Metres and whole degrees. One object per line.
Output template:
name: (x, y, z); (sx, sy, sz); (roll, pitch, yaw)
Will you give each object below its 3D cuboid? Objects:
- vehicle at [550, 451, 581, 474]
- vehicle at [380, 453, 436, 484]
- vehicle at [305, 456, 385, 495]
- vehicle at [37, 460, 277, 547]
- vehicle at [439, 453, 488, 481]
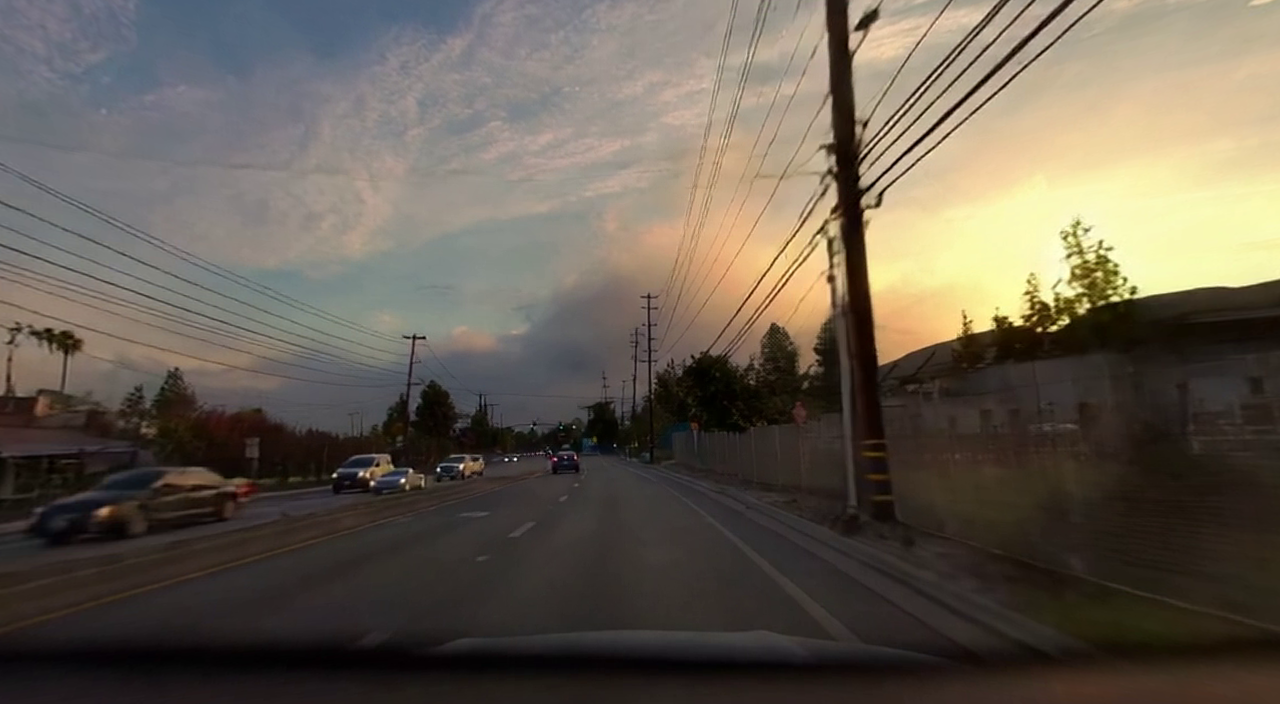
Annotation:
vehicle: (-5.193, 7.728, 44.259); (1.992, 1.515, 4.289); (1, -9, -5)
vehicle: (-15.591, 7.846, 42.628); (2.165, 1.907, 5.062); (1, -9, -4)
vehicle: (-15.100, 6.308, 32.561); (2.017, 1.778, 4.791); (1, -9, -3)
vehicle: (-10.323, 3.210, 14.035); (1.911, 1.508, 4.448); (1, -9, -2)
vehicle: (-11.521, 7.534, 41.436); (2.043, 1.654, 4.642); (1, -9, -3)
